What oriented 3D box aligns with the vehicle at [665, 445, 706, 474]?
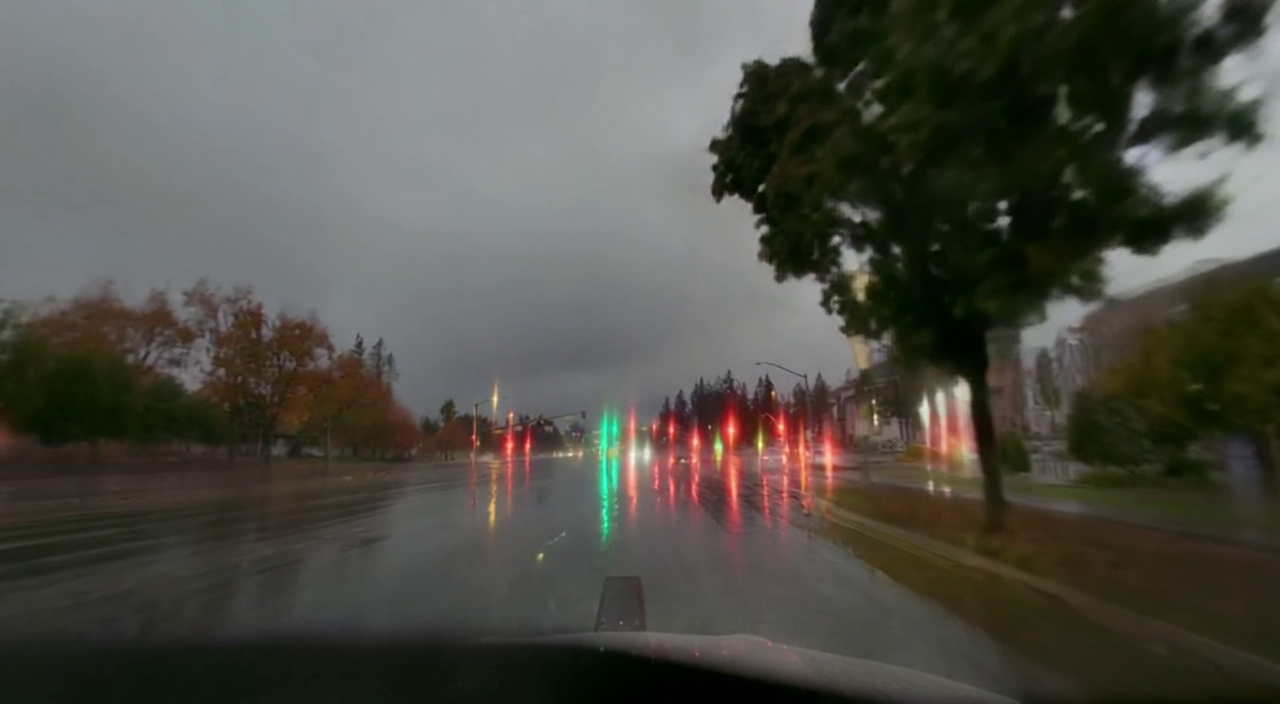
[{"bbox_3d":[2.467,5.894,34.763,2.133,1.481,4.276,-1,-9,3],"label":"vehicle"}]
